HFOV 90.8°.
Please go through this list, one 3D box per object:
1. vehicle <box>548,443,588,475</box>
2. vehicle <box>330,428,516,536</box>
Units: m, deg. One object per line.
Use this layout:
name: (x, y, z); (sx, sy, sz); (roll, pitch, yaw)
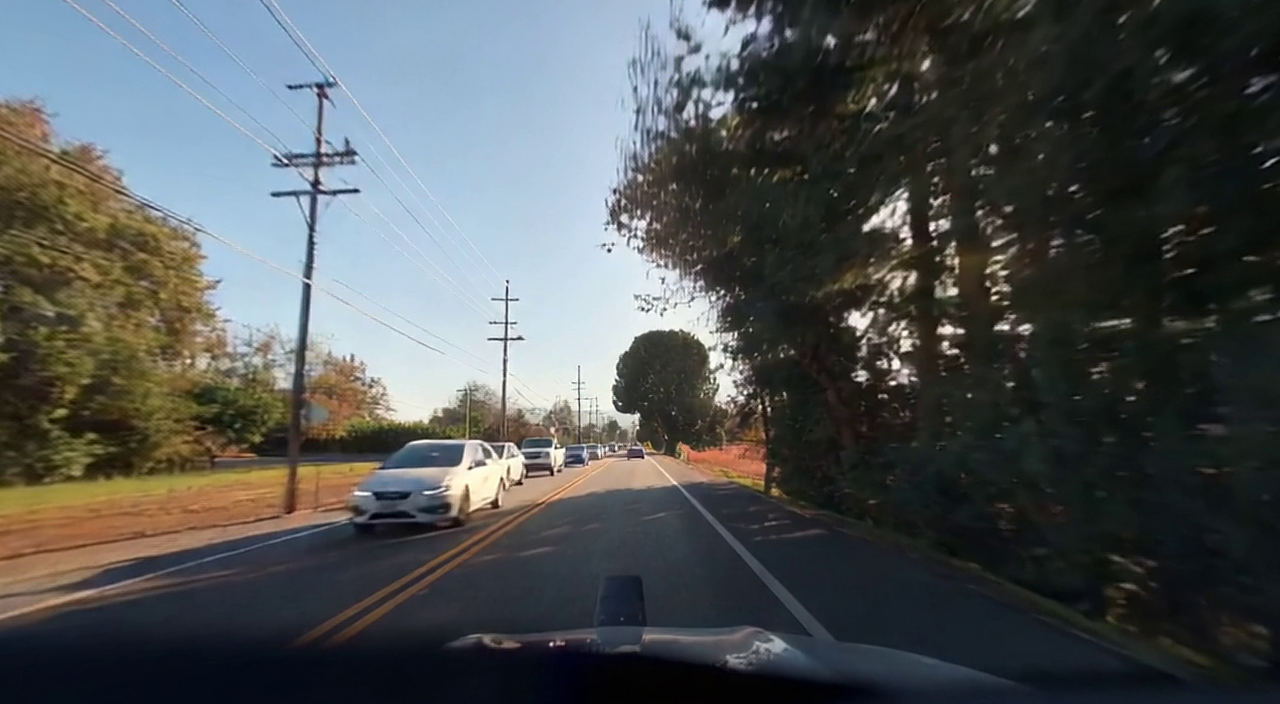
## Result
vehicle: (-4.337, 6.478, 38.678); (2.070, 1.665, 4.554); (-3, -7, -3)
vehicle: (-4.041, 2.456, 12.785); (2.238, 1.674, 4.657); (-2, -8, -2)
